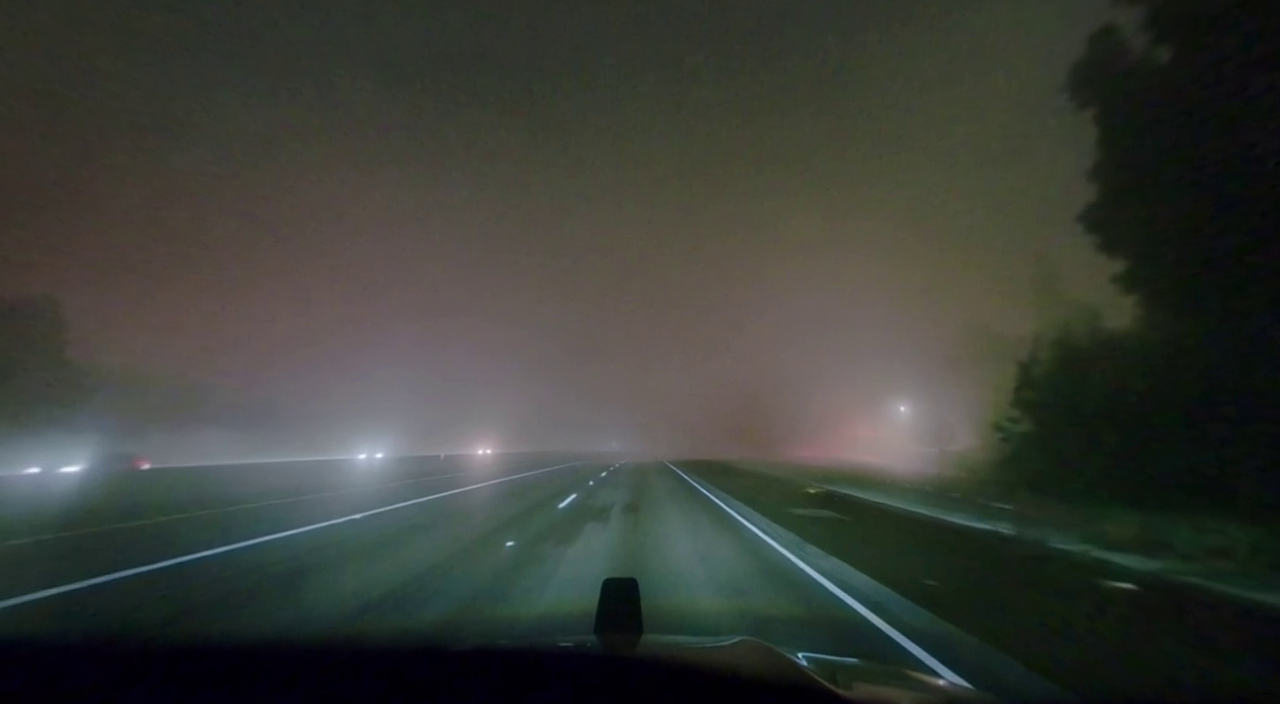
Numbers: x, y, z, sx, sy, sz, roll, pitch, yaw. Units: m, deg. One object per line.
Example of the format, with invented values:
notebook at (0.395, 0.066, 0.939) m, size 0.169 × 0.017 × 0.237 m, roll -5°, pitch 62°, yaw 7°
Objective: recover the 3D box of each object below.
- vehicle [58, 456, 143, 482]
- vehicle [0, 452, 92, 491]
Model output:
vehicle at (-35.852, 7.759, 42.002) m, size 1.862 × 1.570 × 4.280 m, roll 0°, pitch -9°, yaw 0°
vehicle at (-28.407, 5.474, 29.215) m, size 1.944 × 1.597 × 4.354 m, roll 0°, pitch -9°, yaw 1°
